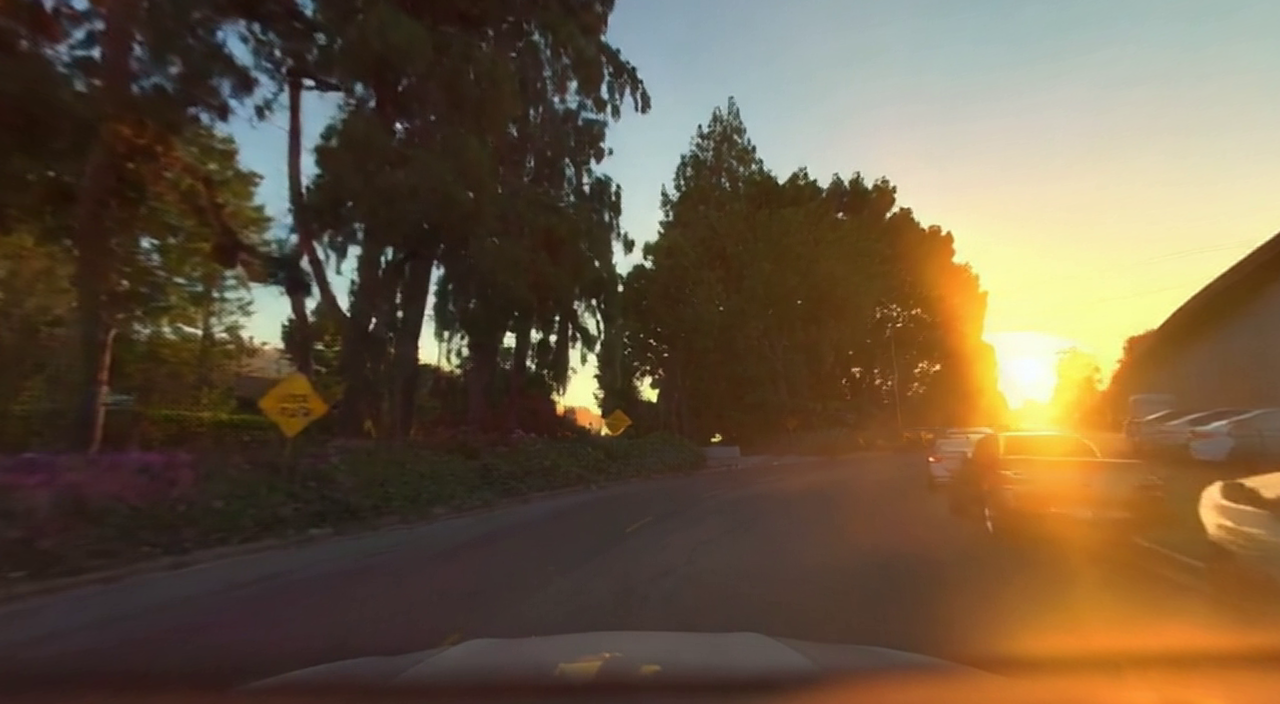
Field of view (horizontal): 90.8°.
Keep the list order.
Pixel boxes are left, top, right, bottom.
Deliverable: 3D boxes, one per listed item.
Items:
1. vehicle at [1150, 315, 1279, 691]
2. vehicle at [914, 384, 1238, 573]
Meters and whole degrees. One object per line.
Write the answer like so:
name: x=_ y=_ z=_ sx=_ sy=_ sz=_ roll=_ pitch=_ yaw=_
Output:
vehicle: x=4.040 y=0.520 z=1.543 sx=2.081 sy=1.866 sz=4.648 roll=-1 pitch=-8 yaw=7
vehicle: x=5.374 y=1.607 z=8.753 sx=2.269 sy=1.841 sz=4.569 roll=-3 pitch=-9 yaw=16
